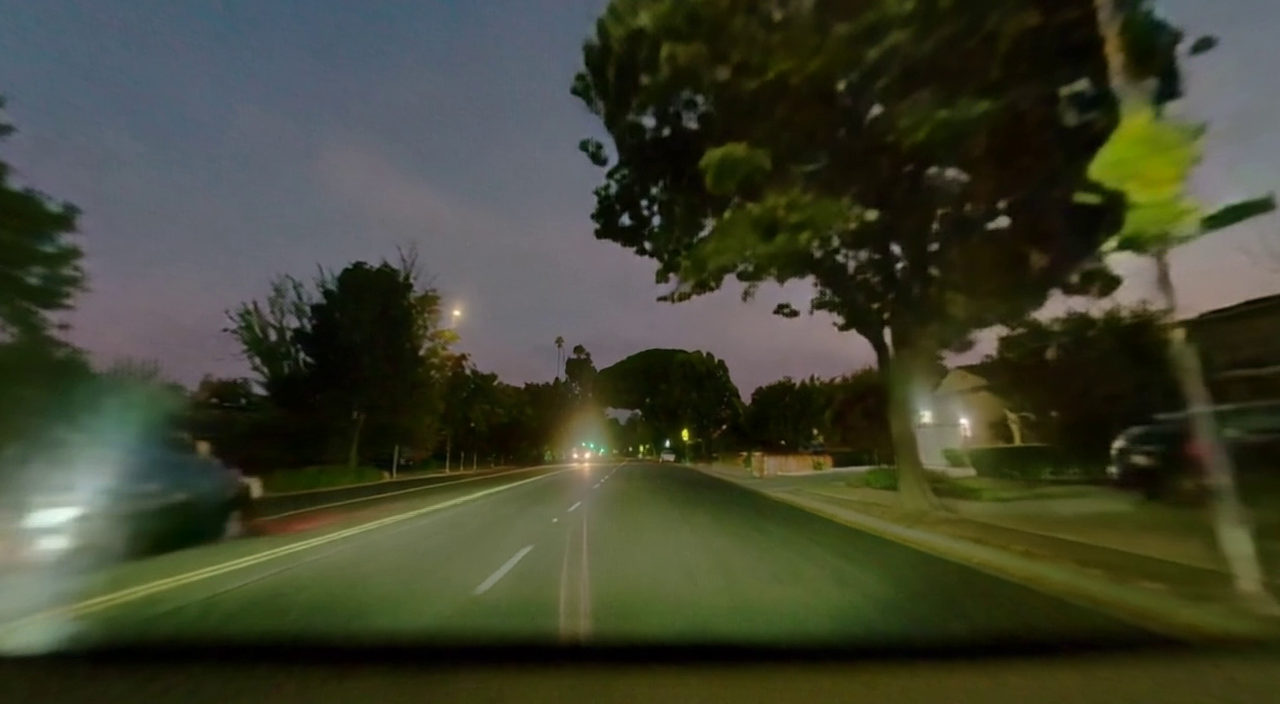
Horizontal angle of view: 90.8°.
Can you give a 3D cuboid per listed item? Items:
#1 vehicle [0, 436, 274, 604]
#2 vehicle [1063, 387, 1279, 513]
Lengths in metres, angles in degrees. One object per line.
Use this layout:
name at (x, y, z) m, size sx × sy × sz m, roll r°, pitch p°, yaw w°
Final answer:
vehicle at (-7.173, 1.947, 8.237) m, size 1.951 × 1.613 × 4.654 m, roll -1°, pitch -8°, yaw 1°
vehicle at (10.540, 1.735, 10.977) m, size 4.583 × 1.853 × 2.260 m, roll -2°, pitch -14°, yaw -2°
